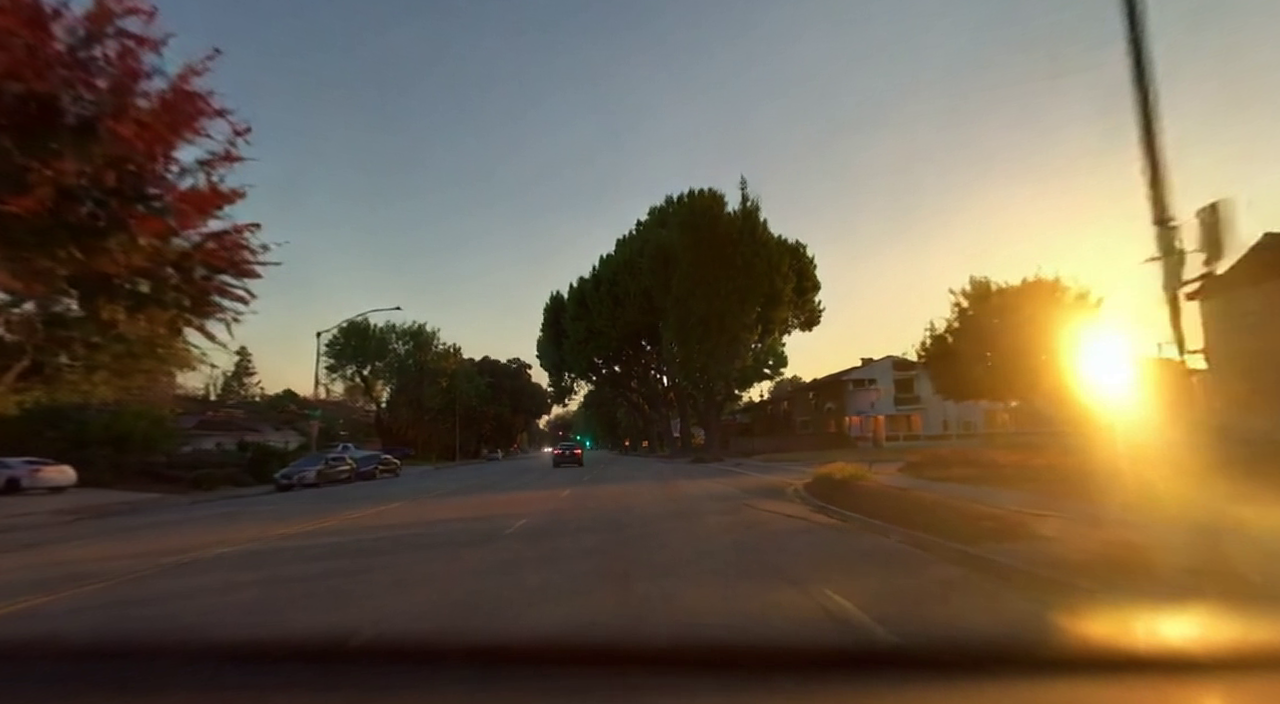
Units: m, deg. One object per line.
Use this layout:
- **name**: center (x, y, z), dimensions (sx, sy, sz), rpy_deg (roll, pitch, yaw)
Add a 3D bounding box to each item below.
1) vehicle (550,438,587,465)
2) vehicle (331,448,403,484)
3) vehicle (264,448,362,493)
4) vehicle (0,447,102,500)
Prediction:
- **vehicle**: center (-4.790, 6.726, 42.886), dimensions (2.135, 1.731, 4.232), rpy_deg (0, -8, -1)
- **vehicle**: center (-14.511, 6.038, 33.894), dimensions (1.968, 1.727, 4.548), rpy_deg (0, -8, -2)
- **vehicle**: center (-14.413, 5.194, 28.201), dimensions (1.966, 1.760, 4.604), rpy_deg (0, -8, -1)
- **vehicle**: center (-22.230, 4.226, 22.188), dimensions (4.887, 1.711, 2.014), rpy_deg (-1, -8, 3)
